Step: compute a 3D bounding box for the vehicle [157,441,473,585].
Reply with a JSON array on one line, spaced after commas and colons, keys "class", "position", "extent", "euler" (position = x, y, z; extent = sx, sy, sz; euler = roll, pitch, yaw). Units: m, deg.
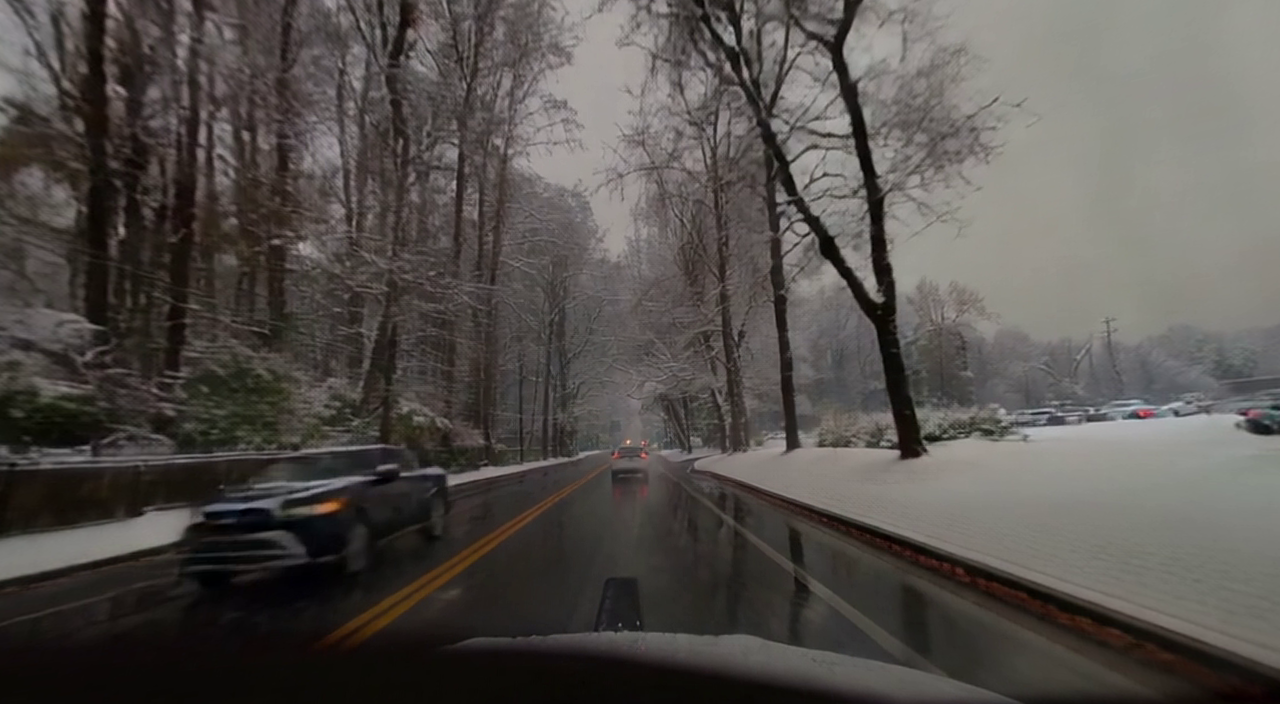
[{"class": "vehicle", "position": [-4.004, 2.020, 8.944], "extent": [2.028, 1.464, 4.602], "euler": [-1, -8, 0]}]

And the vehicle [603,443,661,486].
[{"class": "vehicle", "position": [-0.328, 4.532, 25.833], "extent": [2.152, 1.574, 4.223], "euler": [0, -8, -1]}]
